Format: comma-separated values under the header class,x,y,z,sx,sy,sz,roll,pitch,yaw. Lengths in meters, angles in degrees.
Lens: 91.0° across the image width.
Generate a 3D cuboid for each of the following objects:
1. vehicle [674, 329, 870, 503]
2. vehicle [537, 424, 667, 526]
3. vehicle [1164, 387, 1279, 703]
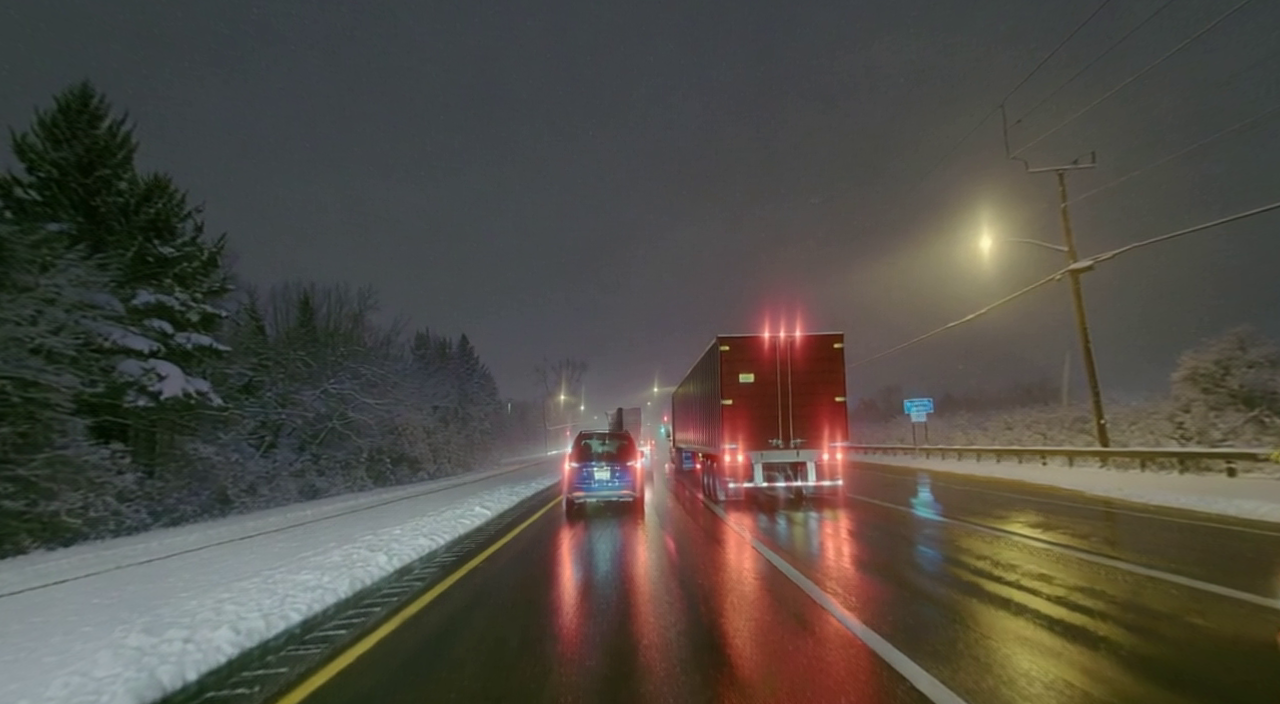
class,x,y,z,sx,sy,sz,roll,pitch,yaw
vehicle,3.656,2.733,23.800,3.591,4.290,16.696,0,-8,-1
vehicle,-0.600,2.209,11.825,2.009,1.554,4.013,0,-8,0
vehicle,3.552,0.630,0.660,1.960,1.515,4.713,0,-8,0
